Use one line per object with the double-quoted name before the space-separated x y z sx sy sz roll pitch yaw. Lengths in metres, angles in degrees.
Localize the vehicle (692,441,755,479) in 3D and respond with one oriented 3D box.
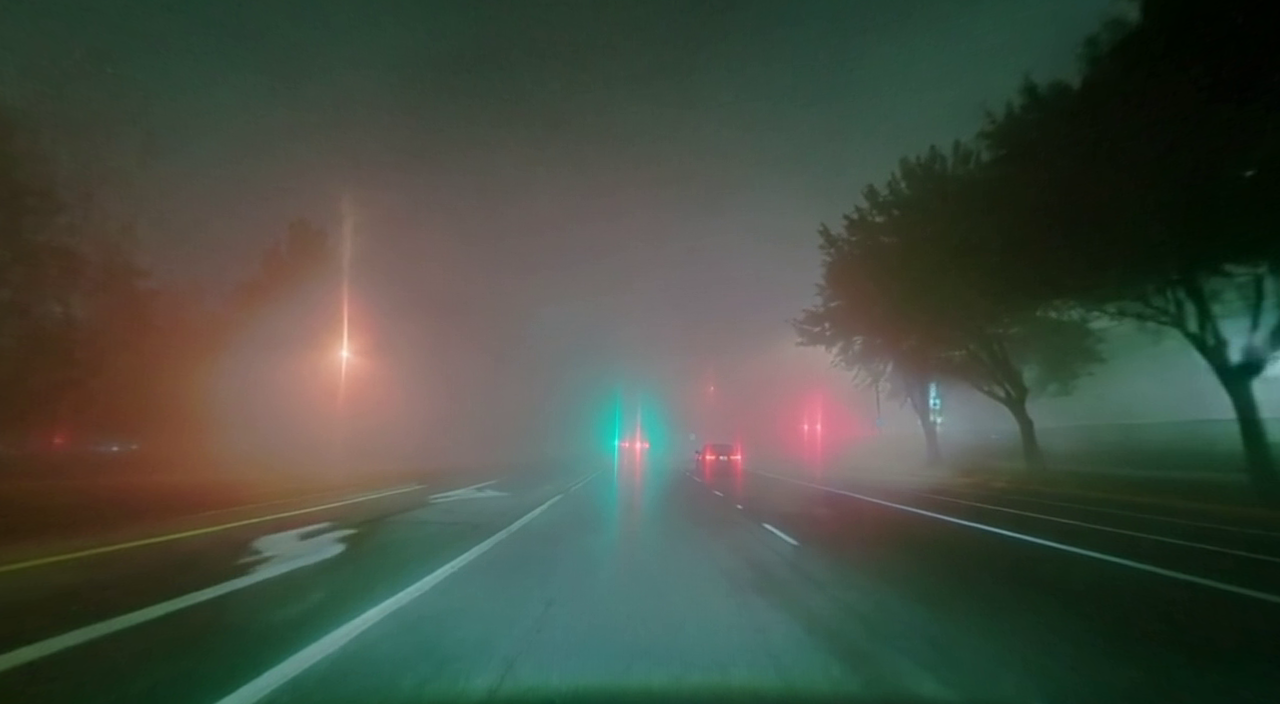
"vehicle" 3.476 4.577 27.062 1.948 1.479 4.620 1 -8 -2
